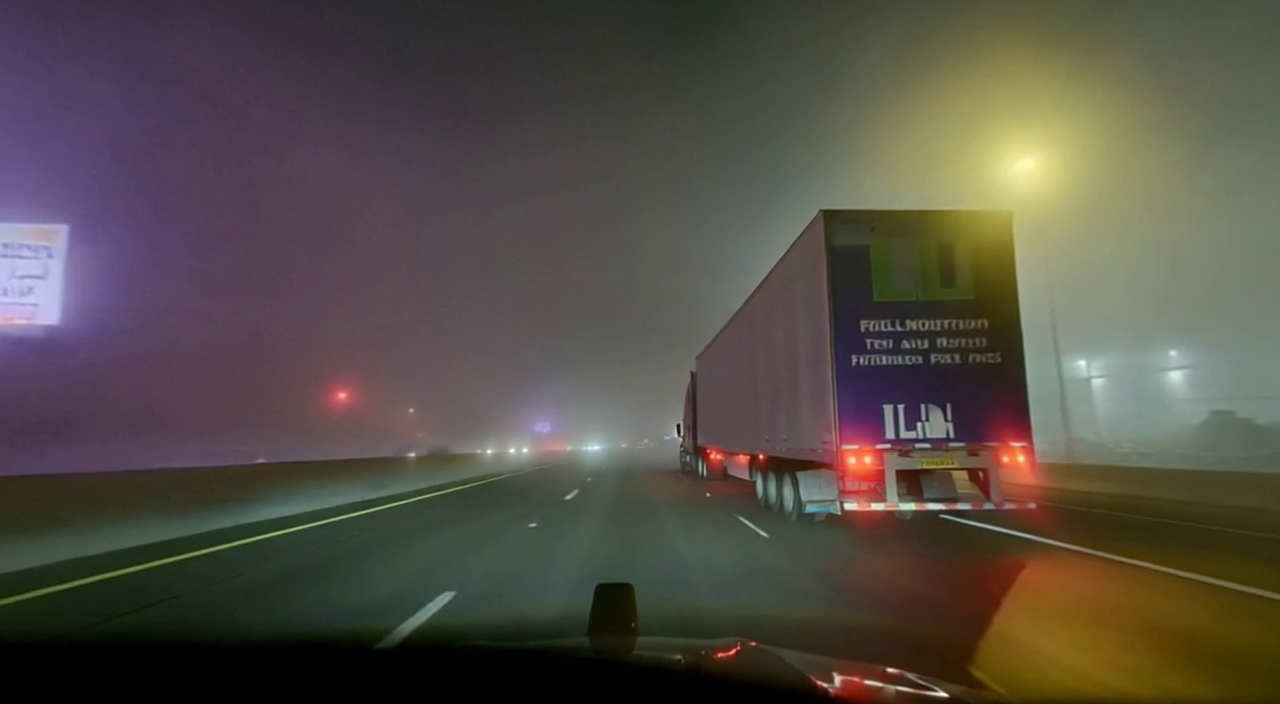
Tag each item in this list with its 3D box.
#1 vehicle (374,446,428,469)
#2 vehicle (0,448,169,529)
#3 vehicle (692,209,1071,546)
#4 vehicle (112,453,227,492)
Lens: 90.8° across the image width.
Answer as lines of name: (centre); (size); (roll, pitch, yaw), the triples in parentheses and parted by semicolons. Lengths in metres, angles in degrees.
vehicle: (-15.056, 6.666, 40.023); (1.825, 1.400, 3.849); (0, -9, 1)
vehicle: (-10.864, 2.472, 11.947); (1.423, 1.311, 3.159); (0, -9, 0)
vehicle: (3.746, 1.525, 16.675); (2.891, 4.387, 17.121); (0, -9, -1)
vehicle: (-18.379, 4.694, 24.882); (1.790, 1.357, 3.540); (0, -9, 0)
